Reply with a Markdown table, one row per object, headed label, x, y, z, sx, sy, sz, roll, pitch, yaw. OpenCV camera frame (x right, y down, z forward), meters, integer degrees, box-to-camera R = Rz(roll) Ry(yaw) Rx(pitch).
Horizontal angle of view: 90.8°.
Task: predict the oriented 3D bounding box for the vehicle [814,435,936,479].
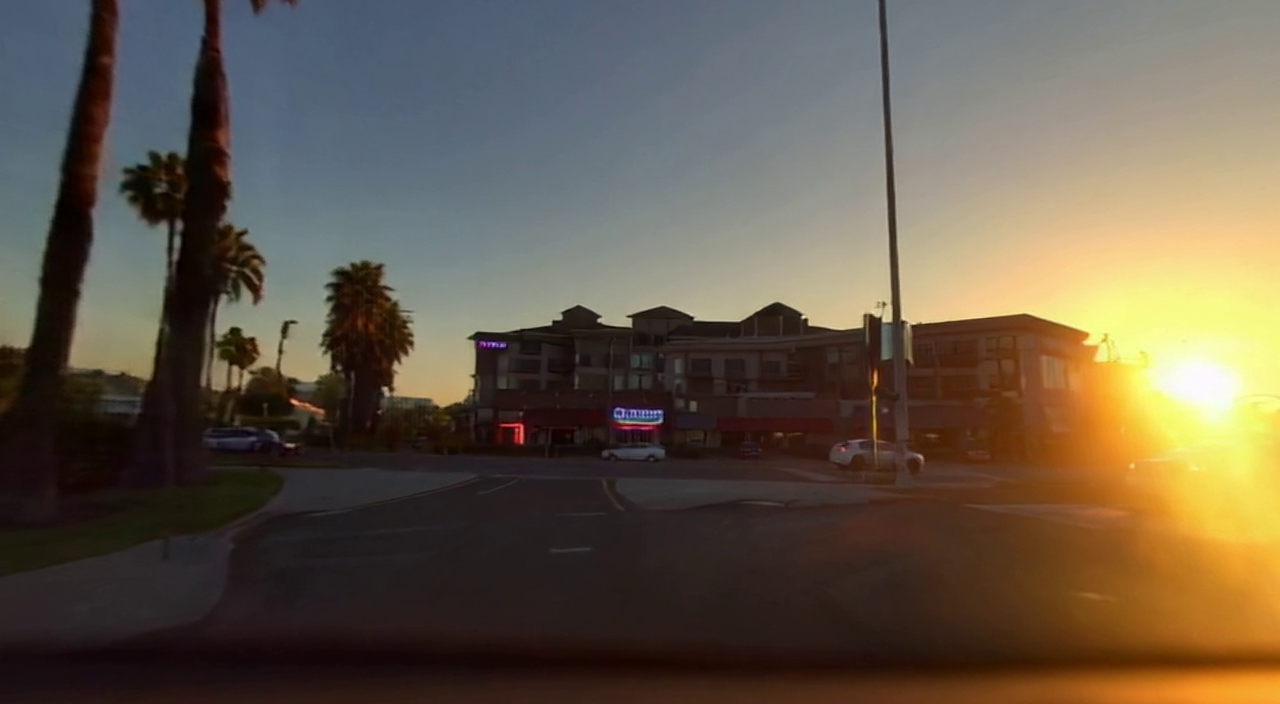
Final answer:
| label | x | y | z | sx | sy | sz | roll | pitch | yaw |
| --- | --- | --- | --- | --- | --- | --- | --- | --- | --- |
| vehicle | 9.881 | 4.445 | 26.775 | 4.211 | 1.756 | 2.158 | 2 | -9 | -8 |

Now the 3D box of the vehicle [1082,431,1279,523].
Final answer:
| label | x | y | z | sx | sy | sz | roll | pitch | yaw |
| --- | --- | --- | --- | --- | --- | --- | --- | --- | --- |
| vehicle | 11.932 | 2.558 | 13.399 | 1.870 | 1.611 | 3.978 | 1 | -9 | -8 |
